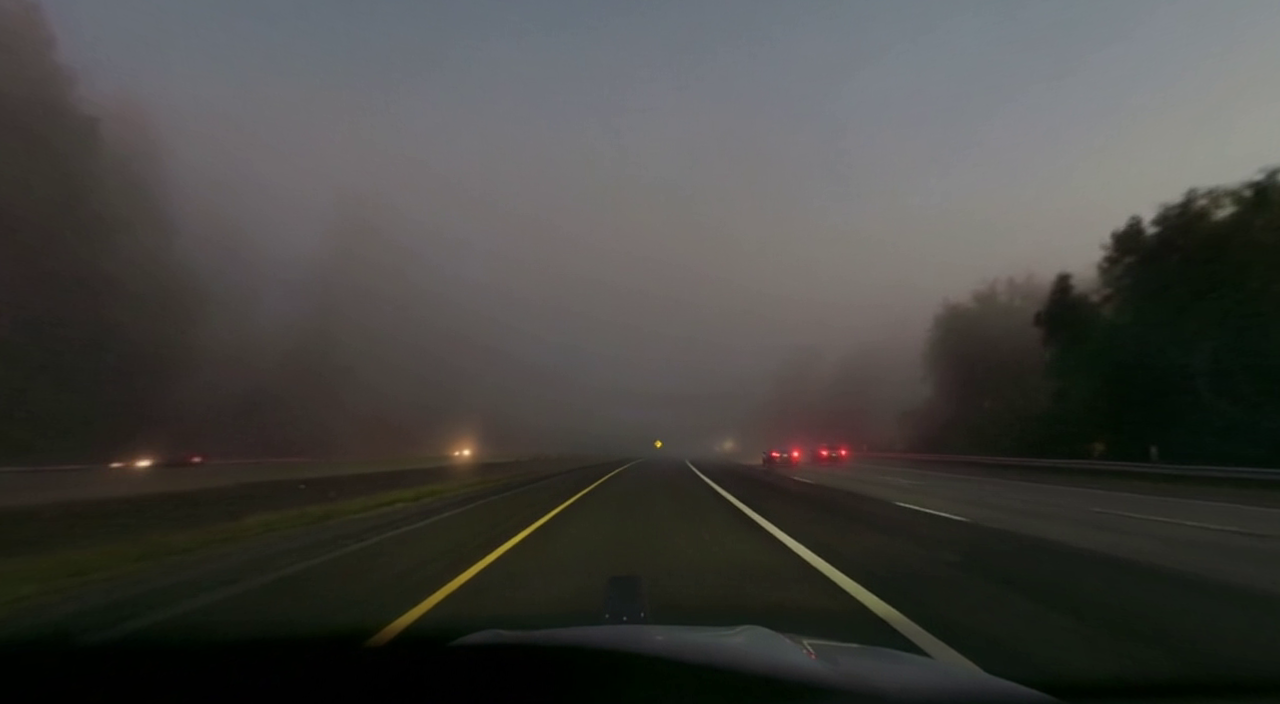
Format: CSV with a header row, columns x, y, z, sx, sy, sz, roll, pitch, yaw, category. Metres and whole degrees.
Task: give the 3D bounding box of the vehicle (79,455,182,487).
x,y,z,sx,sy,sz,roll,pitch,yaw,category
-29.628,6.908,36.893,1.911,1.616,4.812,0,-9,2,vehicle
